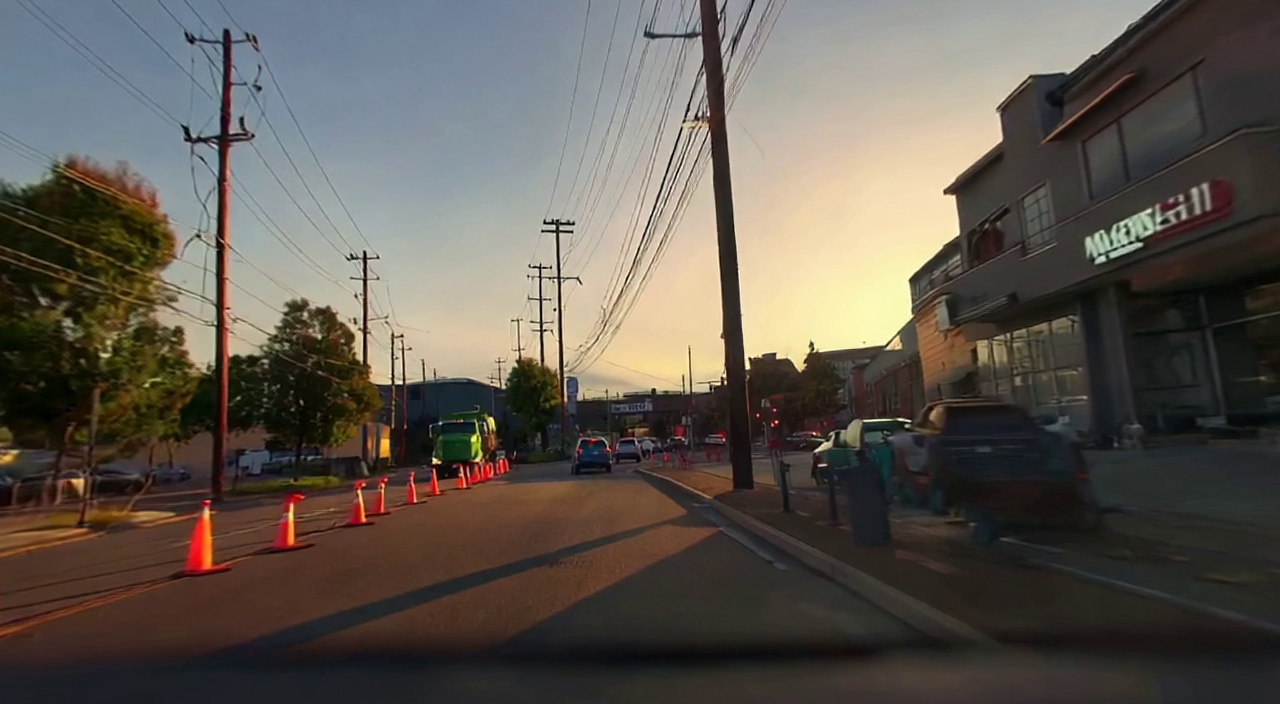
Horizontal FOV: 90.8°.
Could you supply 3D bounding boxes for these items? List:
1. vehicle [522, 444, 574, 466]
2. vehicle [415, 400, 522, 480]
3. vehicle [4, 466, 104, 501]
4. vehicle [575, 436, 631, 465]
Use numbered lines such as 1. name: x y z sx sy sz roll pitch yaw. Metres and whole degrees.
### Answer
1. vehicle: -6.986 7.862 48.430 2.103 1.526 4.743 -3 -8 17
2. vehicle: -9.323 5.032 36.096 3.007 3.800 11.011 0 -8 0
3. vehicle: -35.643 7.993 38.518 4.158 1.736 1.971 -3 -7 0
4. vehicle: -2.413 6.694 43.111 2.256 1.859 5.118 -3 -8 15
